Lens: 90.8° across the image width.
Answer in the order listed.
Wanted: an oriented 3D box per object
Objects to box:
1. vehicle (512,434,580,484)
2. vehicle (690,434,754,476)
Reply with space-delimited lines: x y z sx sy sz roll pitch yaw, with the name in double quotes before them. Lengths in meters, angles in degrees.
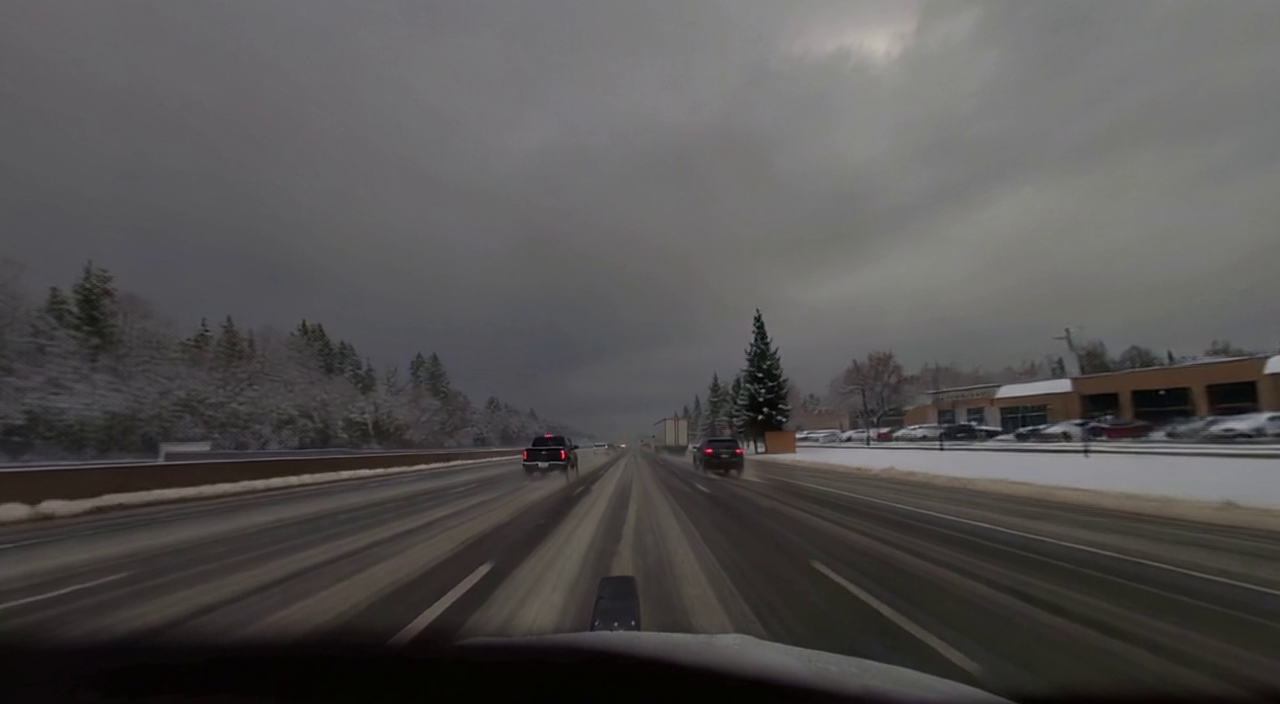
"vehicle" -3.565 4.162 24.799 1.987 1.765 4.508 0 -8 0
"vehicle" 3.715 4.775 29.535 2.198 1.807 4.530 0 -9 -2
